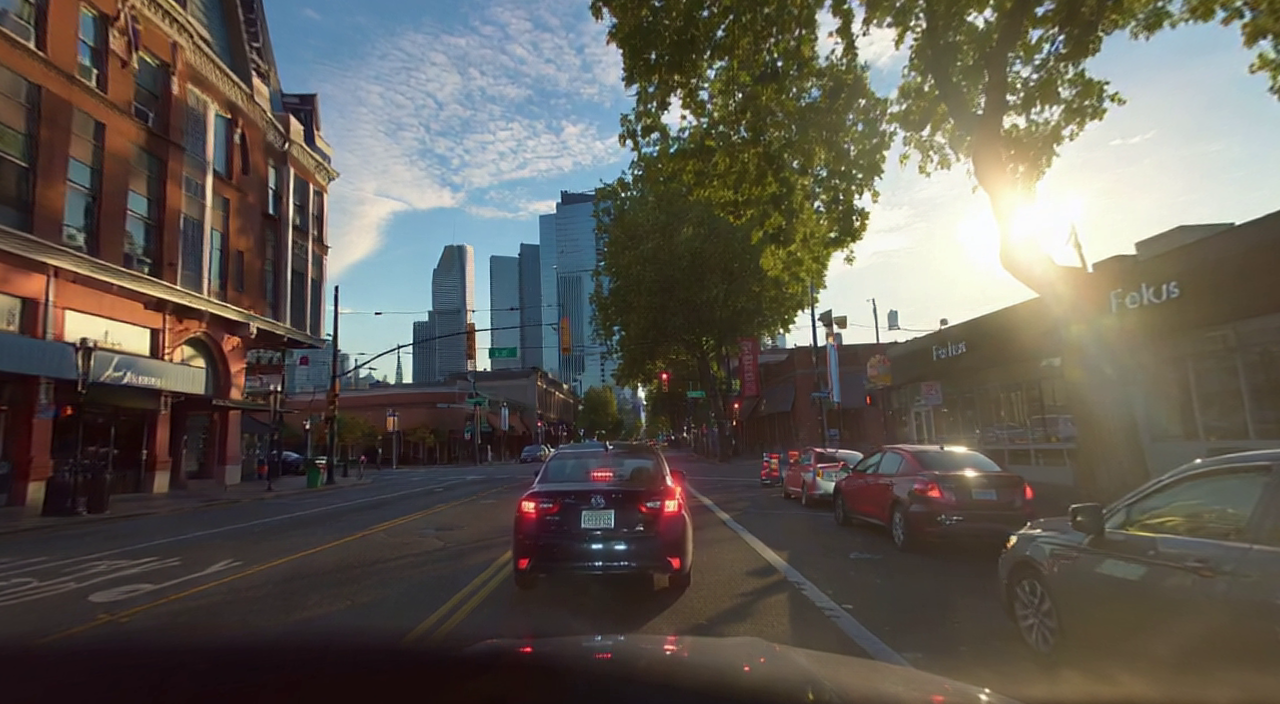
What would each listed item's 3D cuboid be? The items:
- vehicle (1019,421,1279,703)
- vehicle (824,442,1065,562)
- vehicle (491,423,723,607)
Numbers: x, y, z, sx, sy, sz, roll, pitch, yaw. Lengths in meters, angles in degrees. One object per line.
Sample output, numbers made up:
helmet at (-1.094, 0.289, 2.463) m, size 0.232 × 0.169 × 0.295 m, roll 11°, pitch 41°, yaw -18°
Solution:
vehicle at (3.177, 0.827, 1.109) m, size 2.006 × 1.496 × 4.767 m, roll 0°, pitch -9°, yaw -1°
vehicle at (4.564, 2.264, 10.421) m, size 1.912 × 1.505 × 4.618 m, roll -1°, pitch -8°, yaw 3°
vehicle at (-0.285, 1.607, 7.076) m, size 1.888 × 1.489 × 3.703 m, roll 0°, pitch -8°, yaw -1°
